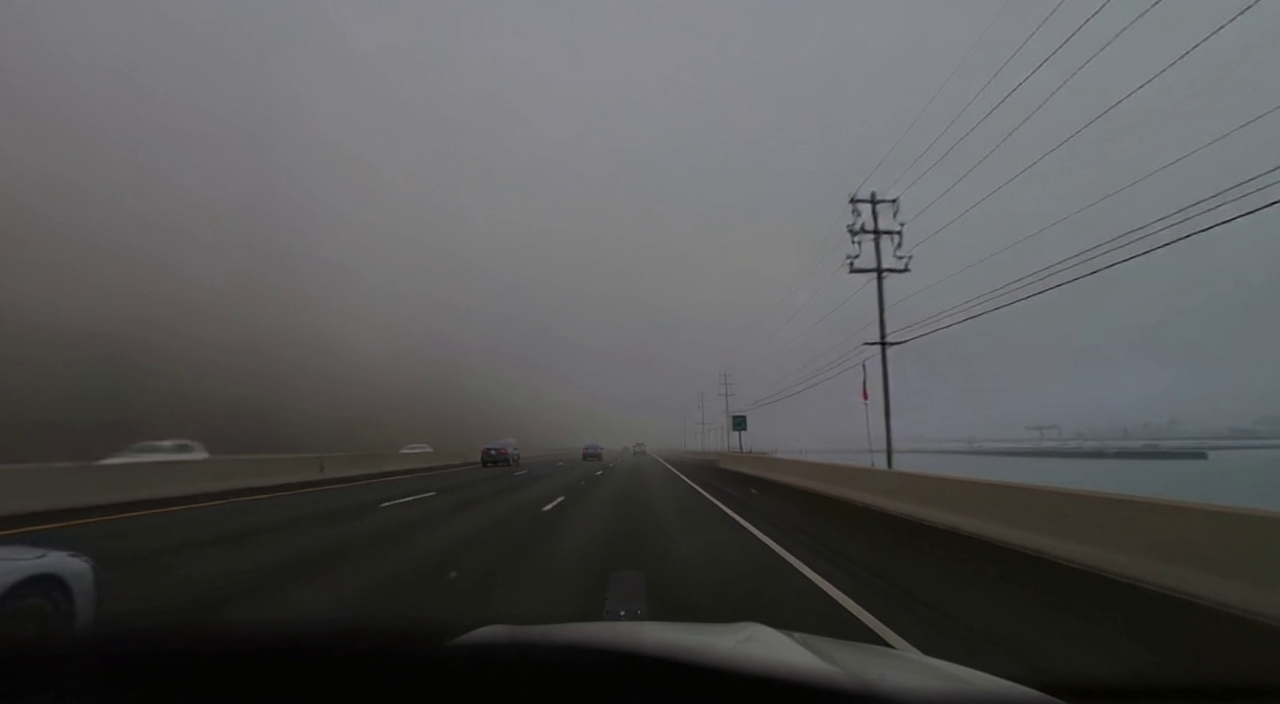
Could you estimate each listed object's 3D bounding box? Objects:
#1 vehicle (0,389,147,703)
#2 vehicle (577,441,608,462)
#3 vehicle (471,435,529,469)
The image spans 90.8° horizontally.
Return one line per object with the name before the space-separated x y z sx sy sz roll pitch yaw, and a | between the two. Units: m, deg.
vehicle | -3.629 0.684 1.027 2.015 1.501 4.454 0 -8 0
vehicle | -3.483 7.404 47.037 1.957 1.494 4.207 0 -8 1
vehicle | -7.460 5.369 34.063 2.050 1.717 4.418 0 -8 1
